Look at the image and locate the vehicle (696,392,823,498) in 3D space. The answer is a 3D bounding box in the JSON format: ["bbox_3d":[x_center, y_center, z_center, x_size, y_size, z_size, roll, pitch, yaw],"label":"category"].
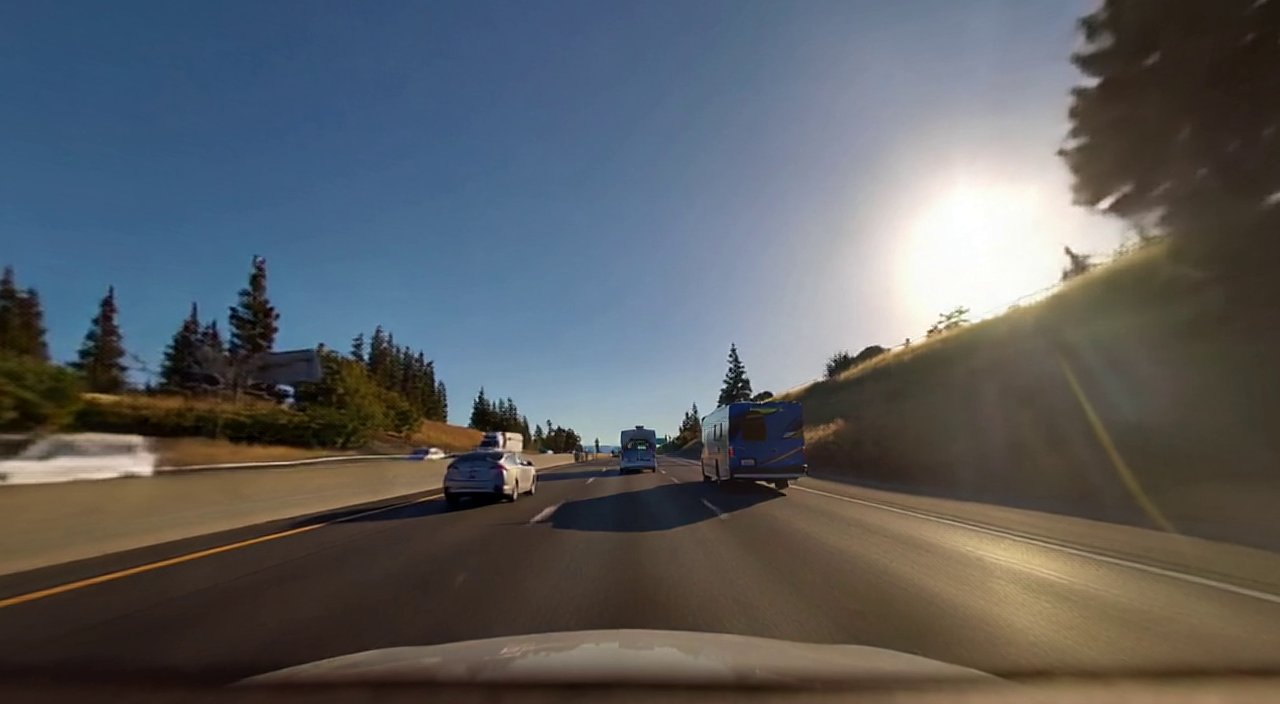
[{"bbox_3d":[3.608,3.105,21.008,2.607,2.910,7.252,0,-9,-1],"label":"vehicle"}]

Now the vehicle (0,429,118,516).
[{"bbox_3d":[-15.713,2.889,15.239,2.141,1.949,4.659,0,-9,0],"label":"vehicle"}]

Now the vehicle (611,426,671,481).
[{"bbox_3d":[0.013,4.667,29.113,2.524,2.310,4.986,0,-9,0],"label":"vehicle"}]

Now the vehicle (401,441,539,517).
[{"bbox_3d":[-3.777,2.896,14.947,1.959,1.502,4.559,0,-9,0],"label":"vehicle"}]
